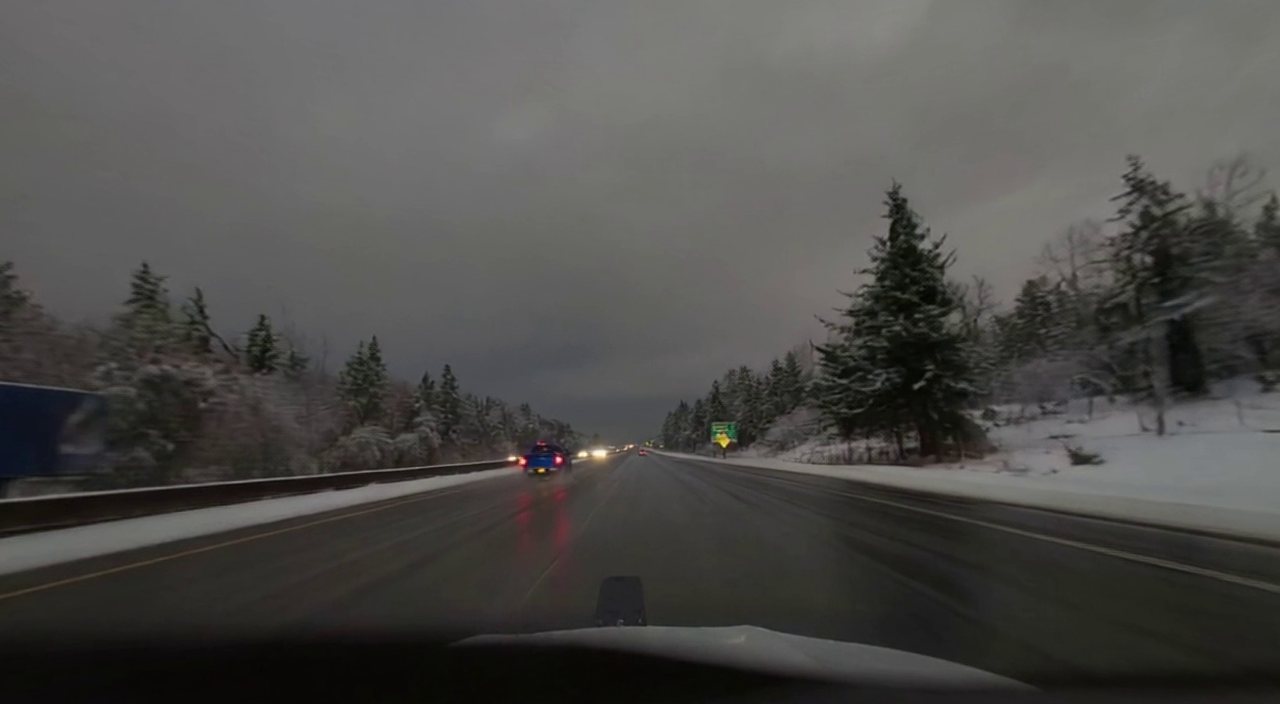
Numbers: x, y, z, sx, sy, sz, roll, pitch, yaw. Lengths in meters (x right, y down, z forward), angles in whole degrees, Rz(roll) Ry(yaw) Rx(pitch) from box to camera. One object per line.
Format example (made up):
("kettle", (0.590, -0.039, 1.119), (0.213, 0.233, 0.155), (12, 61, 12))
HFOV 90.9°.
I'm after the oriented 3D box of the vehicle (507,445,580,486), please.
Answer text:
("vehicle", (-3.911, 4.724, 26.576), (2.128, 1.521, 5.409), (0, -9, 1))
